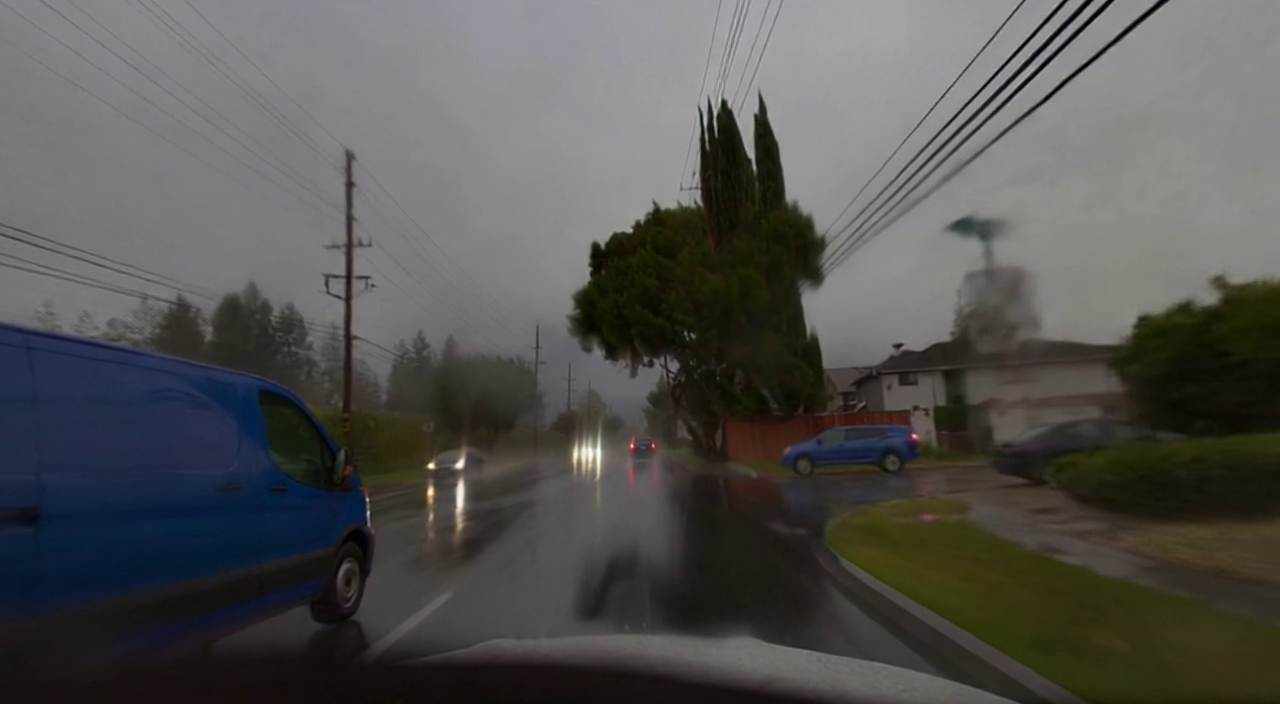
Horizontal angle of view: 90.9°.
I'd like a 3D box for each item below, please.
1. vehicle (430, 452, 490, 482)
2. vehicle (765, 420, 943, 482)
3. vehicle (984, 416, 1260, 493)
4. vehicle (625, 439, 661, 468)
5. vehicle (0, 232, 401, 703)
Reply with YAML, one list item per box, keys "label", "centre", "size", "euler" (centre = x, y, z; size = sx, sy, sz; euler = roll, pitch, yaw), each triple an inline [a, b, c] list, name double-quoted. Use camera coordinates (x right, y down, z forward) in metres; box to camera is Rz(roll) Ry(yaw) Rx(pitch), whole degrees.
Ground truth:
- label: "vehicle"
  centre: [-9.531, 6.115, 33.702]
  size: [1.844, 1.454, 4.288]
  euler: [0, -9, 1]
- label: "vehicle"
  centre: [6.754, 3.189, 20.407]
  size: [5.012, 1.711, 2.457]
  euler: [-5, -8, 15]
- label: "vehicle"
  centre: [10.103, 2.187, 13.518]
  size: [4.295, 1.505, 1.918]
  euler: [0, -9, 1]
- label: "vehicle"
  centre: [0.208, 6.327, 39.385]
  size: [2.120, 1.718, 3.909]
  euler: [0, -9, 1]
- label: "vehicle"
  centre: [-3.443, 0.752, 2.851]
  size: [2.336, 2.152, 5.866]
  euler: [0, -9, 1]
